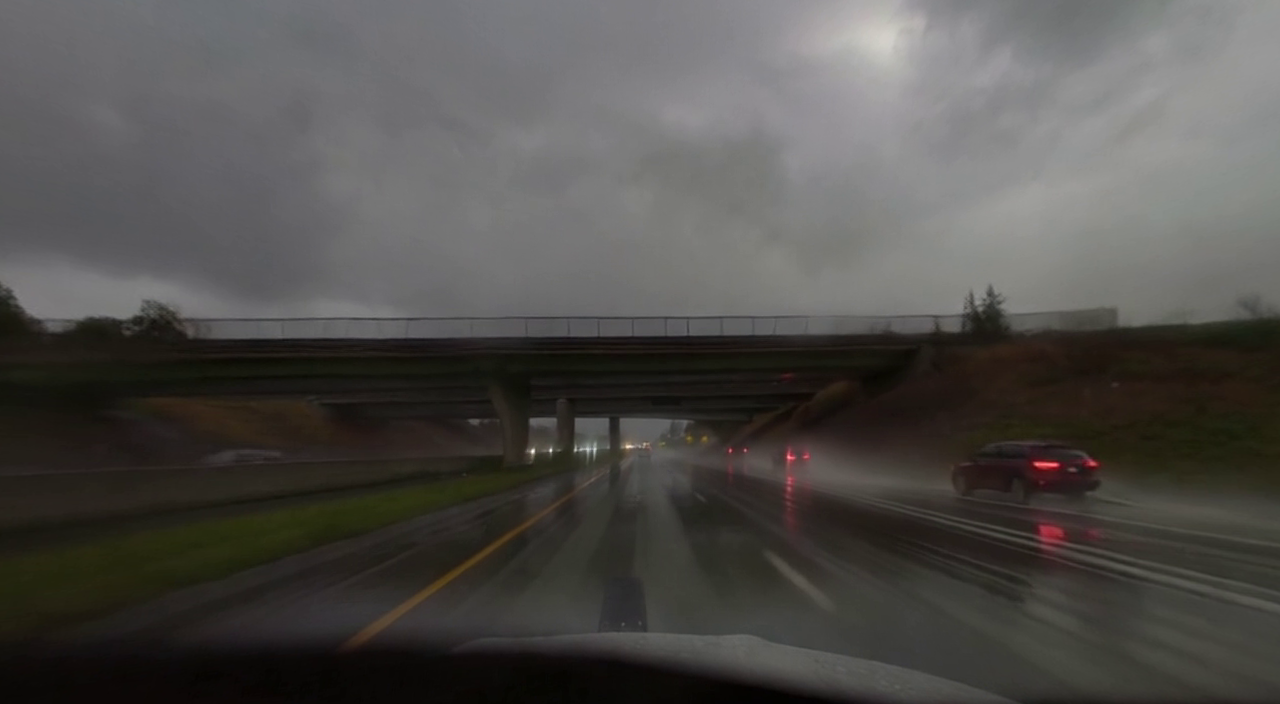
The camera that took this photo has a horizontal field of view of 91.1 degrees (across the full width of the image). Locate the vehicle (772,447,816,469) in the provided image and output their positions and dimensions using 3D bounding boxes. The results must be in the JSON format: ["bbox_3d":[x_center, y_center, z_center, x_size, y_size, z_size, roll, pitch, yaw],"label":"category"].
[{"bbox_3d":[11.179,7.701,45.835,1.927,1.472,4.076,0,-8,-3],"label":"vehicle"}]

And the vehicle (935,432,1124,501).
[{"bbox_3d":[13.521,3.971,22.422,2.533,2.111,5.525,2,-9,-11],"label":"vehicle"}]

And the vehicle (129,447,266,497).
[{"bbox_3d":[-16.748,4.522,24.087,1.985,1.694,4.333,0,-8,1],"label":"vehicle"}]
